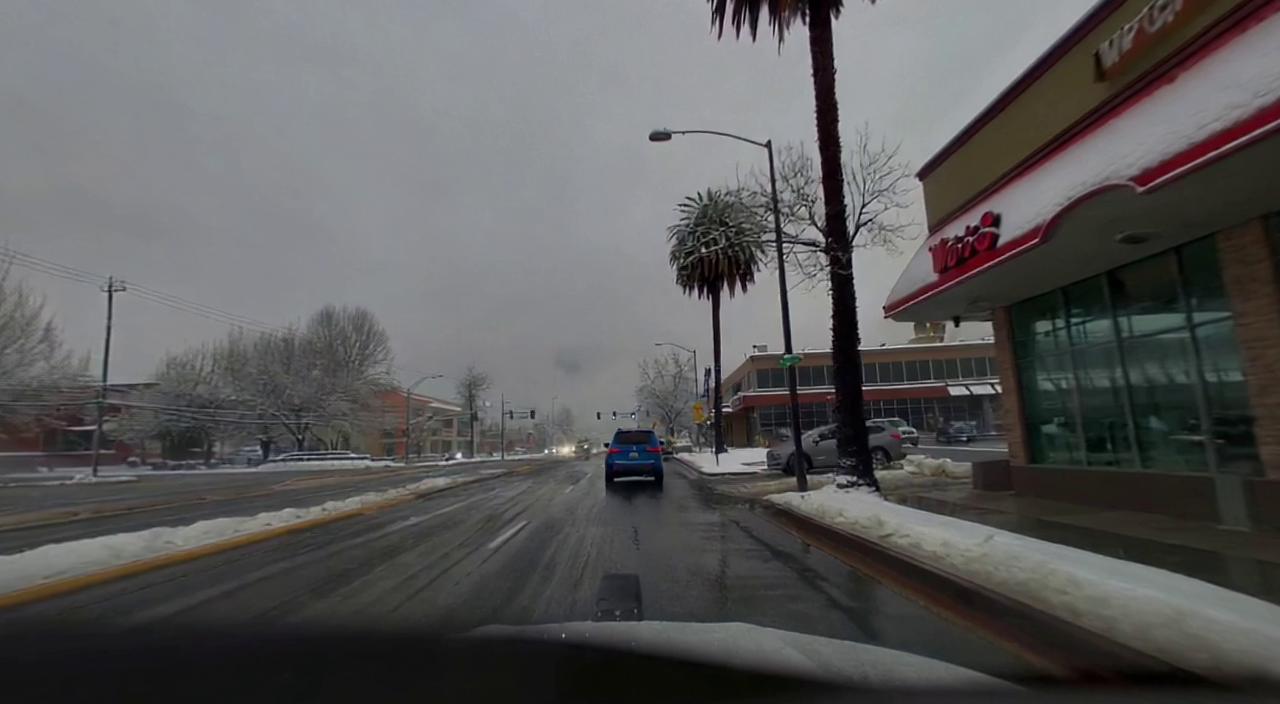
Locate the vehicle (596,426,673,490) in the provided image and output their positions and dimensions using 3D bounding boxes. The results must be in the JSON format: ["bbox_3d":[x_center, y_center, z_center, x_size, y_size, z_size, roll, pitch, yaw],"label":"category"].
[{"bbox_3d":[-0.195,3.349,20.219,2.234,1.818,3.869,0,-9,-1],"label":"vehicle"}]

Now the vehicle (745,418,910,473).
[{"bbox_3d":[6.182,3.167,21.366,4.828,1.733,2.231,0,-9,-1],"label":"vehicle"}]

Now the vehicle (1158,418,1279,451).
[{"bbox_3d":[28.017,4.002,30.390,1.823,1.443,4.305,4,-10,-27],"label":"vehicle"}]

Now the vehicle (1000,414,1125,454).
[{"bbox_3d":[19.969,3.973,30.269,2.080,1.702,5.430,0,-8,-2],"label":"vehicle"}]

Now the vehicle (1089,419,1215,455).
[{"bbox_3d":[24.204,4.074,30.041,1.867,1.571,4.153,3,-9,-20],"label":"vehicle"}]
